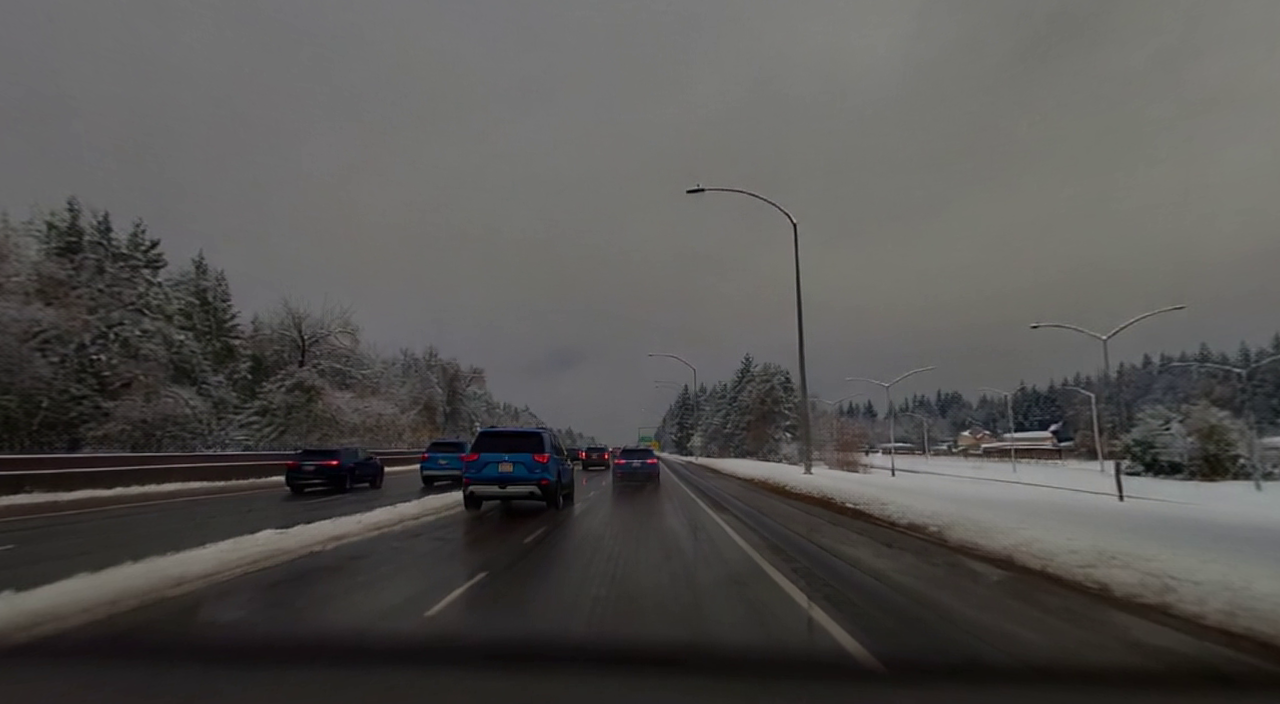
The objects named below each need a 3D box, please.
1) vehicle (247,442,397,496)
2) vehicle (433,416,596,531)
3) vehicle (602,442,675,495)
[{"bbox_3d":[-9.605,3.556,19.574,2.126,1.480,4.589,0,-9,2],"label":"vehicle"},{"bbox_3d":[-2.130,2.227,12.037,2.123,1.798,4.108,0,-9,2],"label":"vehicle"},{"bbox_3d":[-0.020,3.656,20.071,2.068,1.488,4.045,0,-9,1],"label":"vehicle"}]
